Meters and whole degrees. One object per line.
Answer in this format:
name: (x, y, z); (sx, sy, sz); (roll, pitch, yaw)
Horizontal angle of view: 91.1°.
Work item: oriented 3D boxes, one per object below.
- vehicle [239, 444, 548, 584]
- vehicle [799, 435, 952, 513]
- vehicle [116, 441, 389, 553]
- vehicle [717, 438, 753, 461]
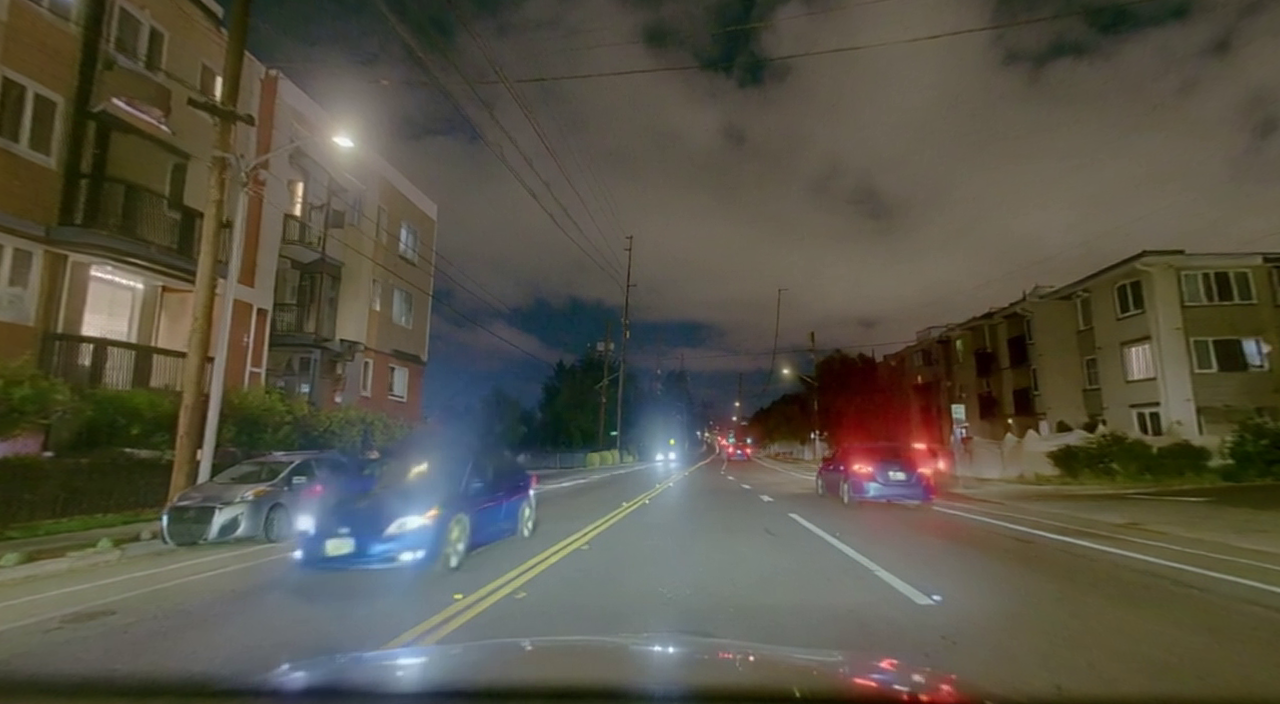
vehicle: (-2.991, 2.047, 8.978); (2.155, 1.436, 4.501); (-1, -8, 8)
vehicle: (5.158, 2.711, 14.534); (2.052, 1.506, 4.432); (-1, -8, 4)
vehicle: (-7.443, 2.766, 12.877); (2.381, 1.825, 4.652); (-1, -8, 4)
vehicle: (7.425, 7.643, 49.381); (2.306, 1.719, 4.805); (-1, -8, 3)
